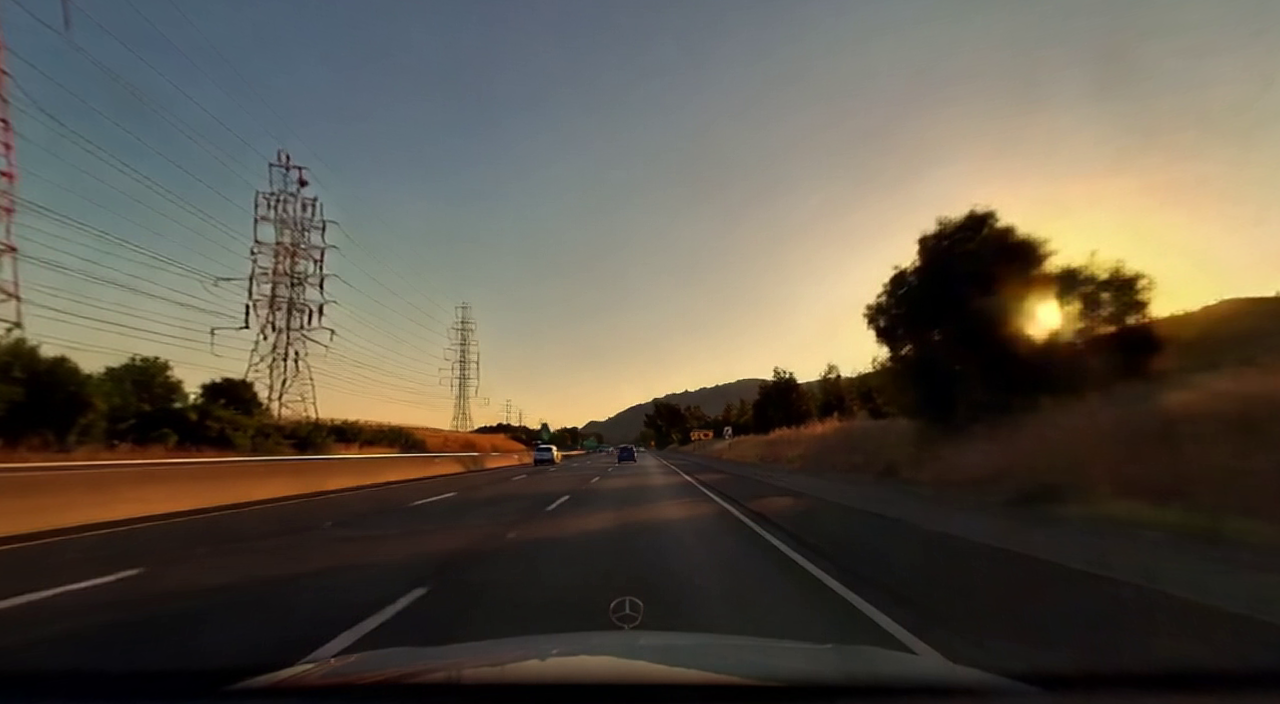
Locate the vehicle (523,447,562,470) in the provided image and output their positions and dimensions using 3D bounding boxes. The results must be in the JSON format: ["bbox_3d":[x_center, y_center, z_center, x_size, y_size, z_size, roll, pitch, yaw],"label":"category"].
[{"bbox_3d":[-6.501,7.123,42.348,1.911,1.491,3.624,-1,-9,2],"label":"vehicle"}]

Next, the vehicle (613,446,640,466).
[{"bbox_3d":[-0.985,8.074,48.856,1.968,1.462,3.937,0,-9,1],"label":"vehicle"}]
